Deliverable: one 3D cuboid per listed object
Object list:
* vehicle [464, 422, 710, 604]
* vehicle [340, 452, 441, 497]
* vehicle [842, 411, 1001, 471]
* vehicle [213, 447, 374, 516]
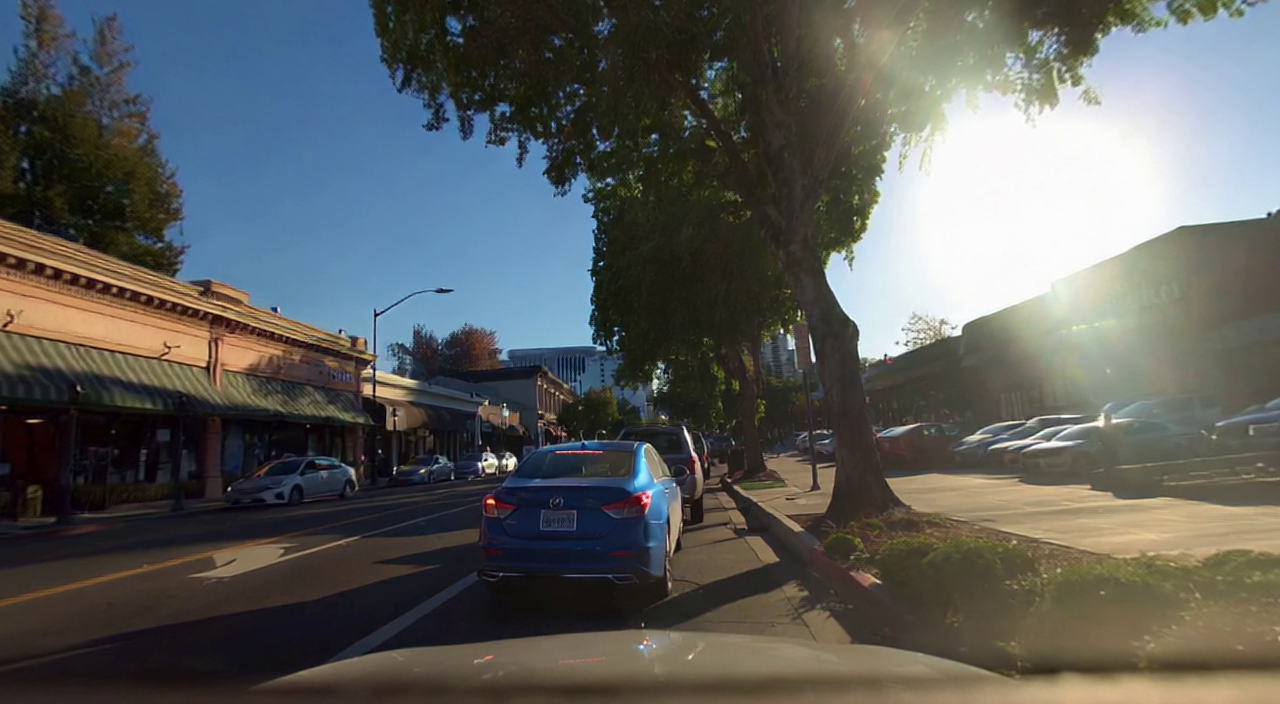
[{"bbox_3d":[-0.265,1.631,7.306,1.939,1.478,3.922,-2,-8,9],"label":"vehicle"},{"bbox_3d":[-10.257,5.033,26.283,1.826,1.432,4.556,-7,-9,8],"label":"vehicle"},{"bbox_3d":[9.013,2.828,20.223,4.558,1.528,1.915,-1,-8,-23],"label":"vehicle"},{"bbox_3d":[-11.006,4.069,20.592,2.081,1.718,5.342,-6,-9,3],"label":"vehicle"}]
